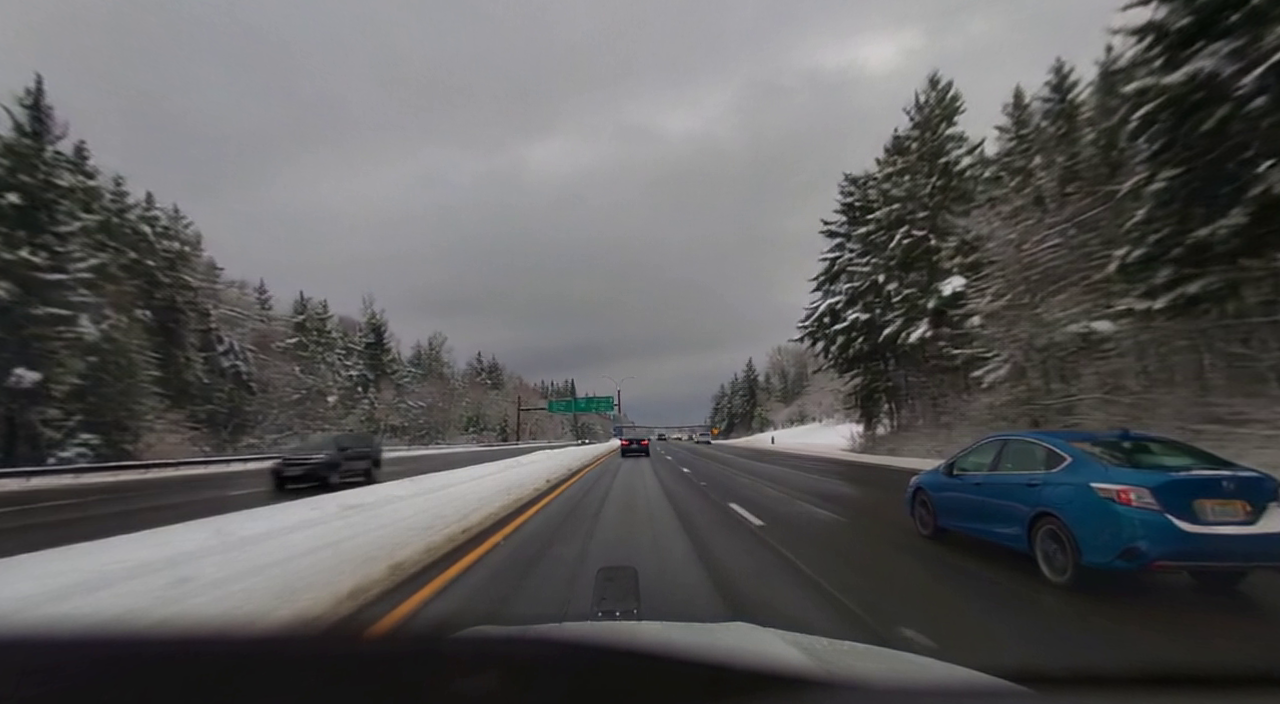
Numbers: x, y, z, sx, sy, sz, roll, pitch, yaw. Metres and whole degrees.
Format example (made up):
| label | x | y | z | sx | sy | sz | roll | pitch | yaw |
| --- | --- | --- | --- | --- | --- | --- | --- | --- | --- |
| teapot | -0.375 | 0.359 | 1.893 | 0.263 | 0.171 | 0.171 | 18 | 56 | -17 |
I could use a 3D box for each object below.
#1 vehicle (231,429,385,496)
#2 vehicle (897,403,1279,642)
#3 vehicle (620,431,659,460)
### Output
| label | x | y | z | sx | sy | sz | roll | pitch | yaw |
| --- | --- | --- | --- | --- | --- | --- | --- | --- | --- |
| vehicle | -9.506 | 3.172 | 18.609 | 2.128 | 1.691 | 4.589 | 0 | -8 | -1 |
| vehicle | 4.521 | 1.368 | 6.213 | 1.981 | 1.467 | 4.459 | 0 | -8 | -2 |
| vehicle | -0.027 | 5.199 | 35.110 | 2.046 | 1.526 | 3.903 | 0 | -8 | 0 |
